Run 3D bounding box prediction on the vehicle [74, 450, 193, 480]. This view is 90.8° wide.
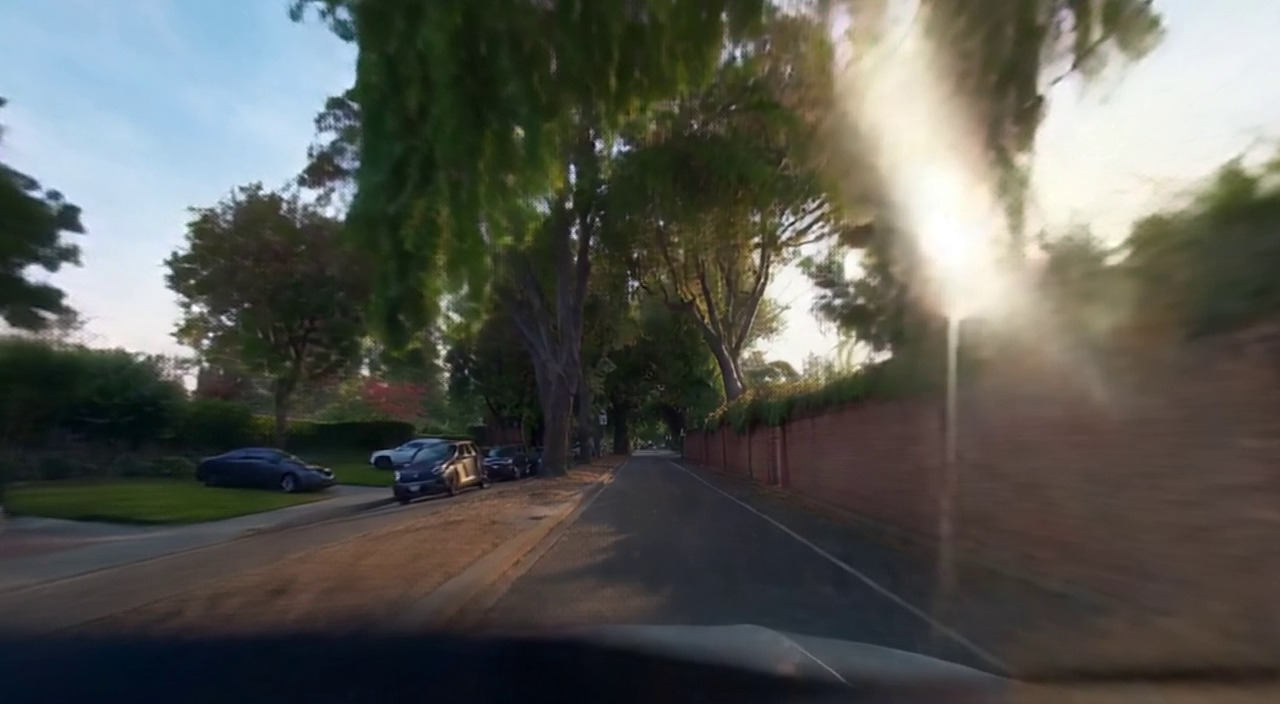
[{"bbox_3d":[-26.051,5.811,32.610,4.557,1.464,1.901,-1,-8,2],"label":"vehicle"}]

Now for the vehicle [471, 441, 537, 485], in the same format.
[{"bbox_3d":[-6.298,5.145,29.837,2.009,1.820,4.821,1,-8,1],"label":"vehicle"}]

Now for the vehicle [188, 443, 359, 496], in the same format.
[{"bbox_3d":[-13.319,4.266,23.196,4.991,1.692,1.960,1,-8,0],"label":"vehicle"}]

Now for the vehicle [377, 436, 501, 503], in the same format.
[{"bbox_3d":[-6.219,3.654,20.444,2.109,1.847,5.553,0,-8,1],"label":"vehicle"}]

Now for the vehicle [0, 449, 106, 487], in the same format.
[{"bbox_3d":[-26.219,5.019,27.377,4.317,1.534,1.904,0,-8,0],"label":"vehicle"}]
